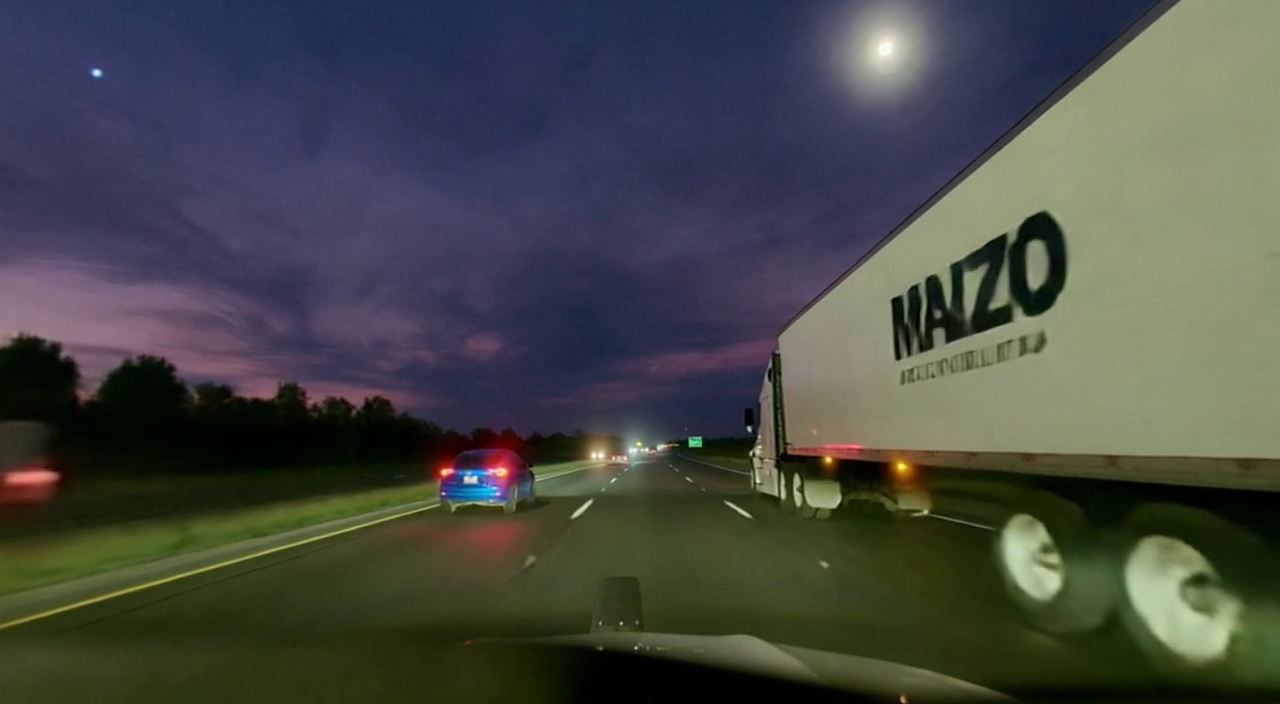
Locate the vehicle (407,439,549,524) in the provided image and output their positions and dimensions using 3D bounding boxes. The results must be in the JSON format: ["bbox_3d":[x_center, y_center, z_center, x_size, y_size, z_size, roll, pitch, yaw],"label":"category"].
[{"bbox_3d":[-3.296,2.725,13.815,1.945,1.537,4.294,0,-9,1],"label":"vehicle"}]

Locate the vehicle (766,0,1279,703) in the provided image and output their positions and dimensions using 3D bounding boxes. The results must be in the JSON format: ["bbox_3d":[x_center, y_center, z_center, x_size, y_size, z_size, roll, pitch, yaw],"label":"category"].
[{"bbox_3d":[4.442,0.550,7.653,2.832,4.034,13.924,0,-9,-1],"label":"vehicle"}]
